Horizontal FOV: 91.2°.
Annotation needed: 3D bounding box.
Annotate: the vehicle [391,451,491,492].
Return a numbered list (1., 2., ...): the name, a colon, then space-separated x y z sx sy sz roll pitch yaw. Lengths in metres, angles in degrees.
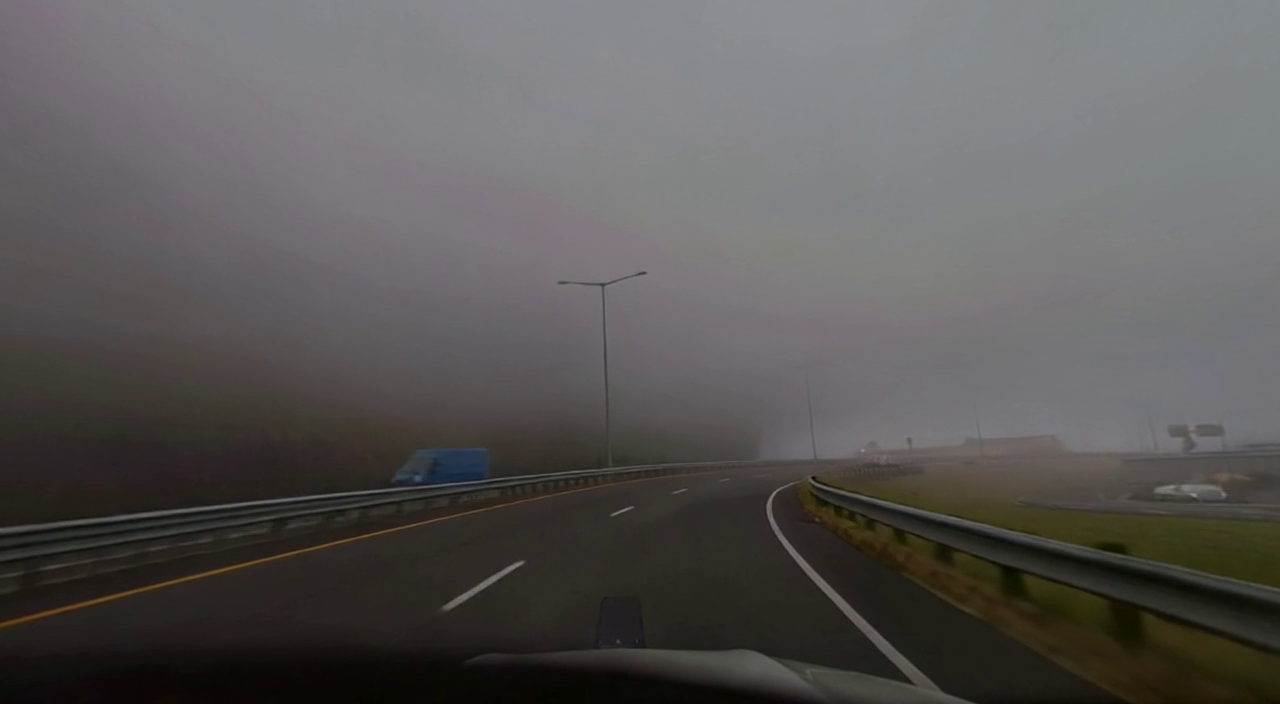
1. vehicle: -8.915 5.366 28.597 2.009 1.707 4.571 -3 -9 18
